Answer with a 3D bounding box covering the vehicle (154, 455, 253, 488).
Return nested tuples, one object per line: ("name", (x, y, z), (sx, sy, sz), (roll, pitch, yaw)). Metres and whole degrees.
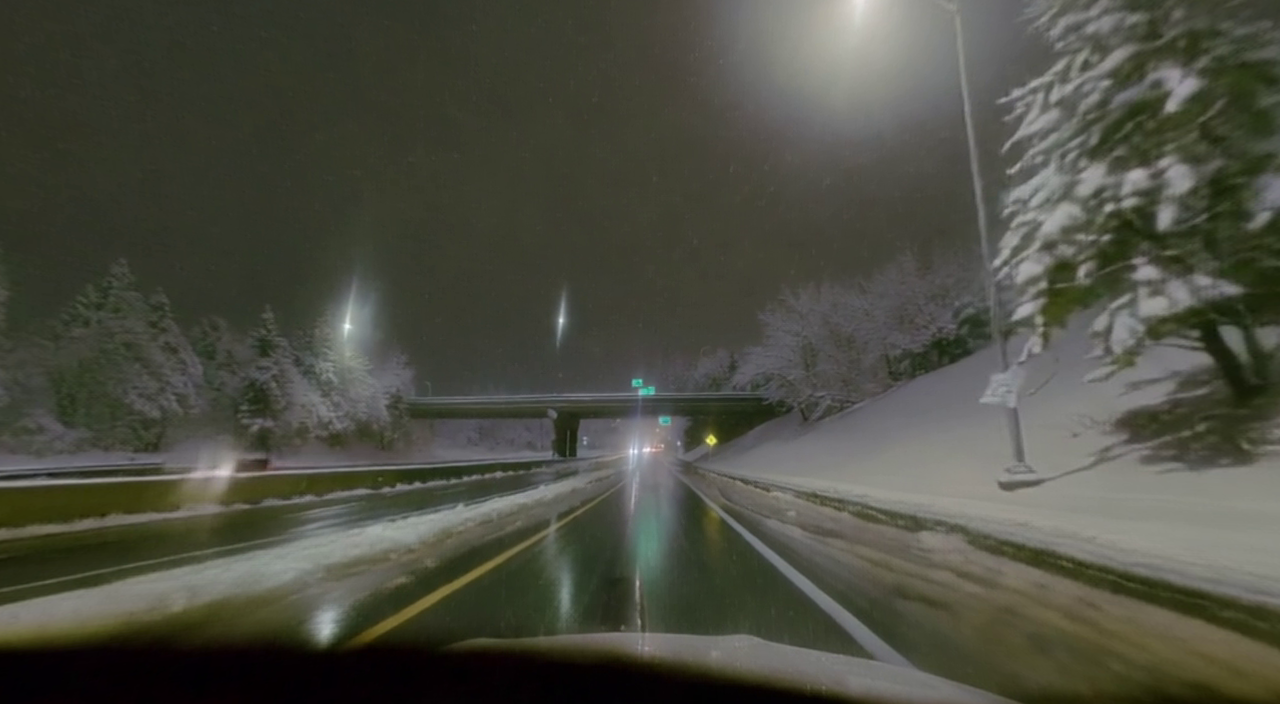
("vehicle", (-20.823, 5.693, 30.295), (1.937, 1.405, 3.675), (-1, -9, 4))
